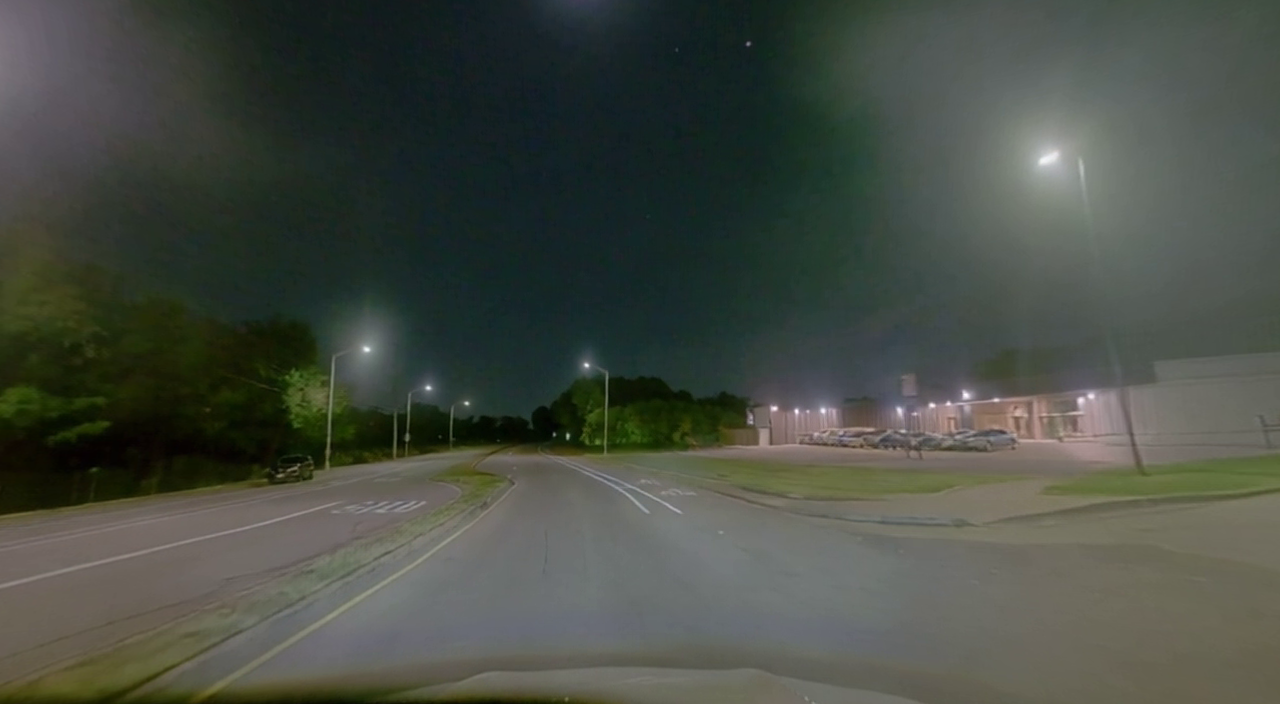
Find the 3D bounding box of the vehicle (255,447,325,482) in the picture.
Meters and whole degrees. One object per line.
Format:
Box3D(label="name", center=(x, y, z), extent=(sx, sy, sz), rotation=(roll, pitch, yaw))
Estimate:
Box3D(label="vehicle", center=(-18.121, 5.836, 32.817), extent=(1.952, 1.632, 4.200), rotation=(1, -10, -11))
